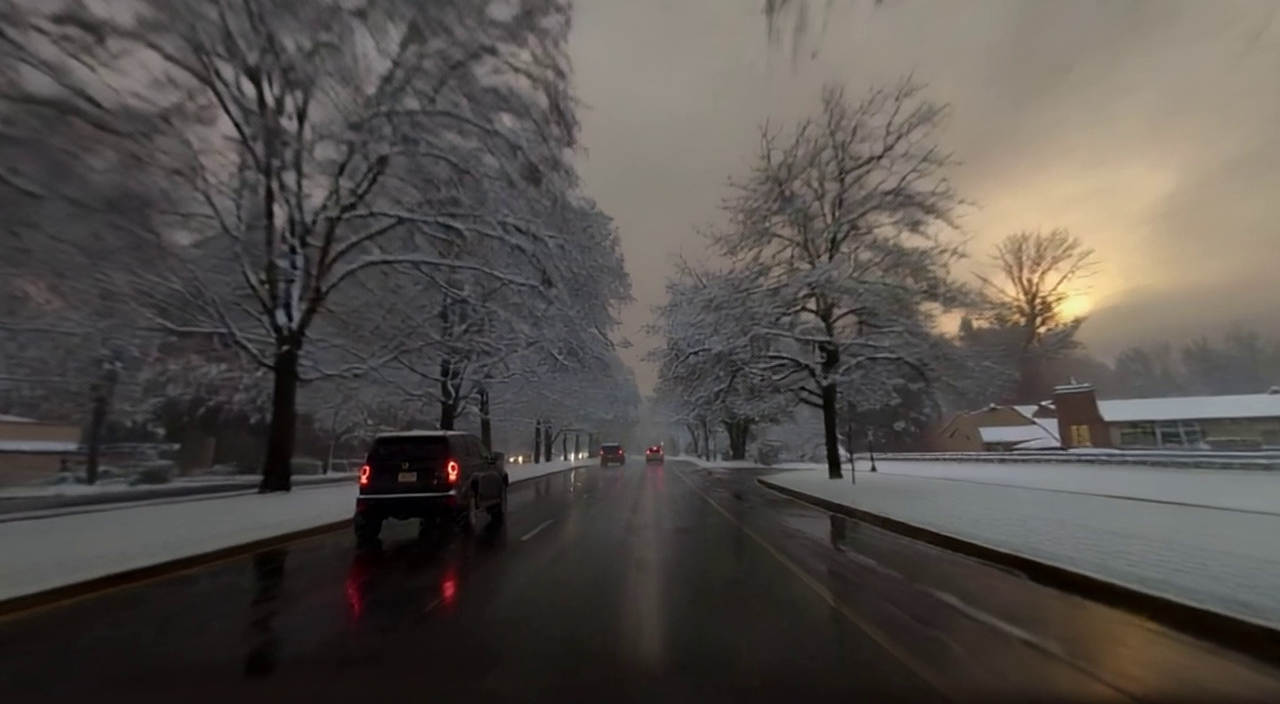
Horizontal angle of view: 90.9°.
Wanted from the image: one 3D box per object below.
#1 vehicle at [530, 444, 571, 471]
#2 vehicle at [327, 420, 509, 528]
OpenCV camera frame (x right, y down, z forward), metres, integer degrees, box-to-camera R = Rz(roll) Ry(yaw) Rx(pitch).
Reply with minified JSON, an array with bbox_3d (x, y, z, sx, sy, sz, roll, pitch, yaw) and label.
[{"bbox_3d":[-5.929,7.049,42.198,1.985,1.708,4.310,0,-9,2],"label":"vehicle"},{"bbox_3d":[-4.103,2.334,12.587,2.123,1.761,4.322,0,-9,-1],"label":"vehicle"}]
